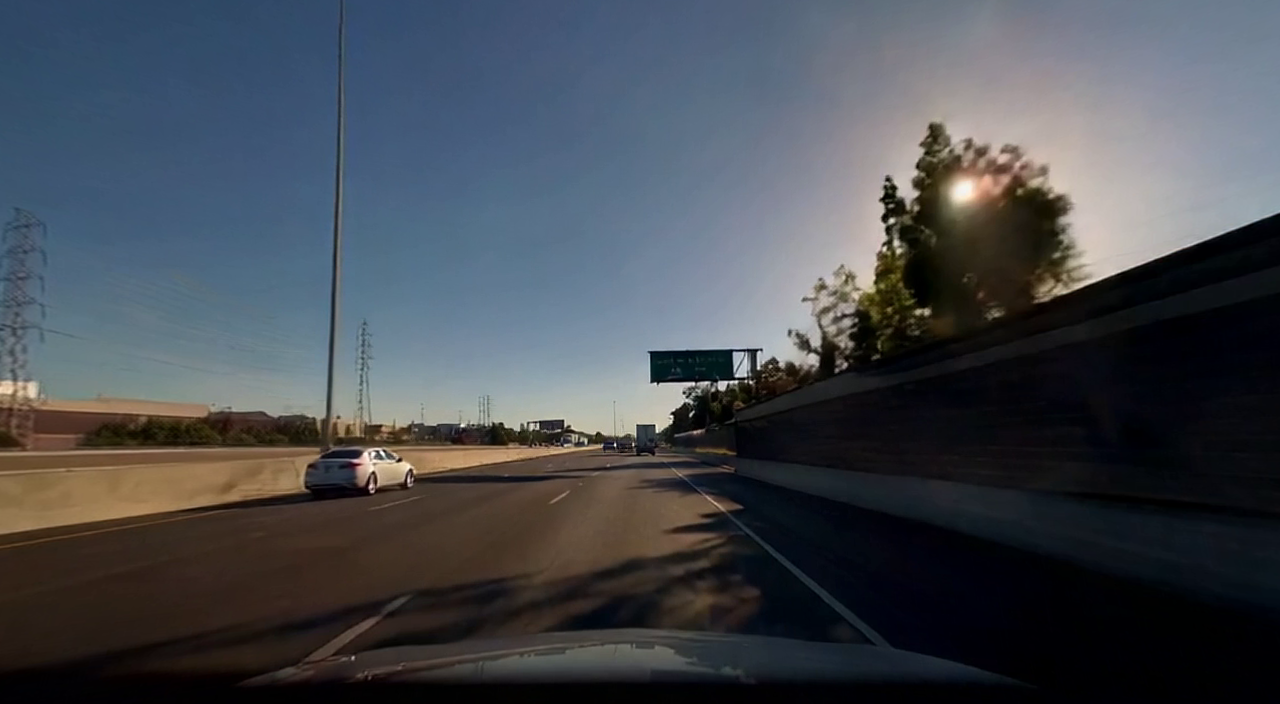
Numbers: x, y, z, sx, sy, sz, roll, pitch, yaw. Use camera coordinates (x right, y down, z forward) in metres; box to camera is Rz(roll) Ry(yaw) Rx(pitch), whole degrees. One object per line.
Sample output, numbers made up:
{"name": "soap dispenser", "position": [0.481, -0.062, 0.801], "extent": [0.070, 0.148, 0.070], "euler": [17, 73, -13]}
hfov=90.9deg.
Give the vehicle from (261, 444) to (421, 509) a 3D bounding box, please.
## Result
{"name": "vehicle", "position": [-7.659, 3.182, 16.758], "extent": [1.979, 1.470, 4.485], "euler": [0, -8, 1]}
